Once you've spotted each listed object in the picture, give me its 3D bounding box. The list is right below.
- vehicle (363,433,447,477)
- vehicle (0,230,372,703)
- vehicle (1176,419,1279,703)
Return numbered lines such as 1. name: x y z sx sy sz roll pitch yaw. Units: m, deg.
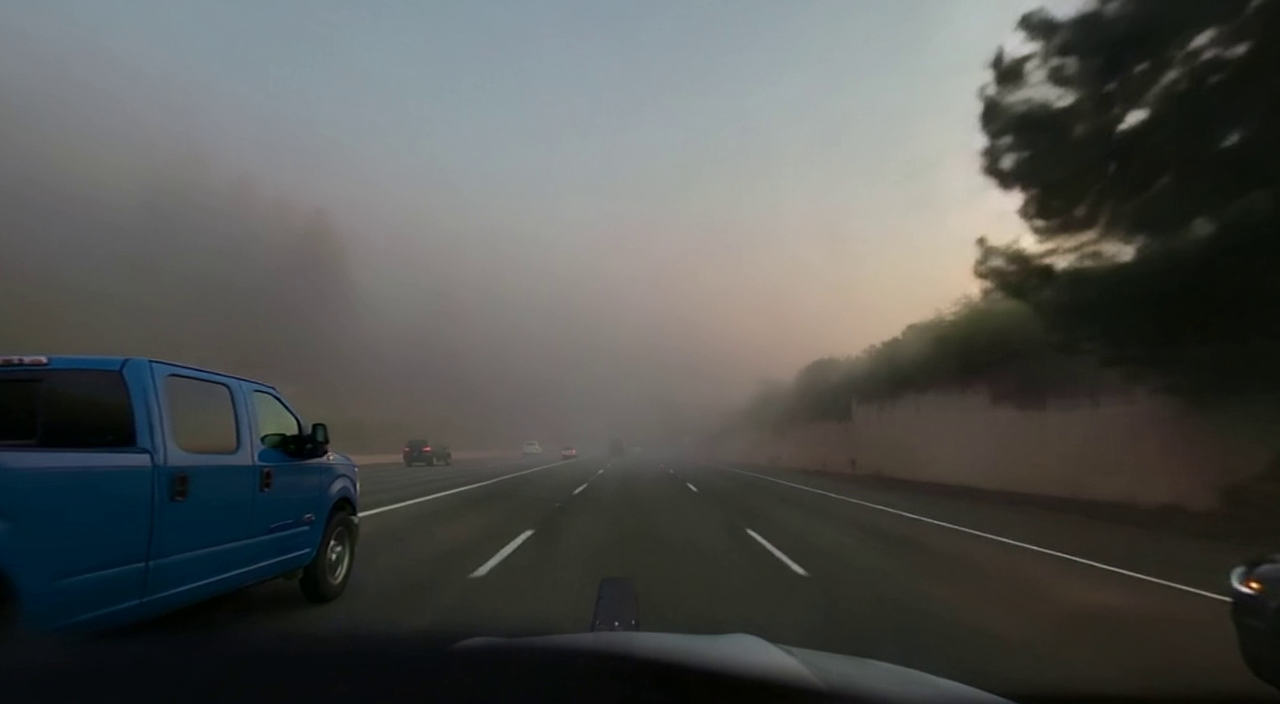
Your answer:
1. vehicle: -10.940 4.823 29.841 2.012 1.875 4.895 0 -9 1
2. vehicle: -3.485 0.602 2.017 2.483 2.100 6.208 0 -9 0
3. vehicle: 4.295 0.843 1.439 2.047 1.524 4.619 0 -9 0
